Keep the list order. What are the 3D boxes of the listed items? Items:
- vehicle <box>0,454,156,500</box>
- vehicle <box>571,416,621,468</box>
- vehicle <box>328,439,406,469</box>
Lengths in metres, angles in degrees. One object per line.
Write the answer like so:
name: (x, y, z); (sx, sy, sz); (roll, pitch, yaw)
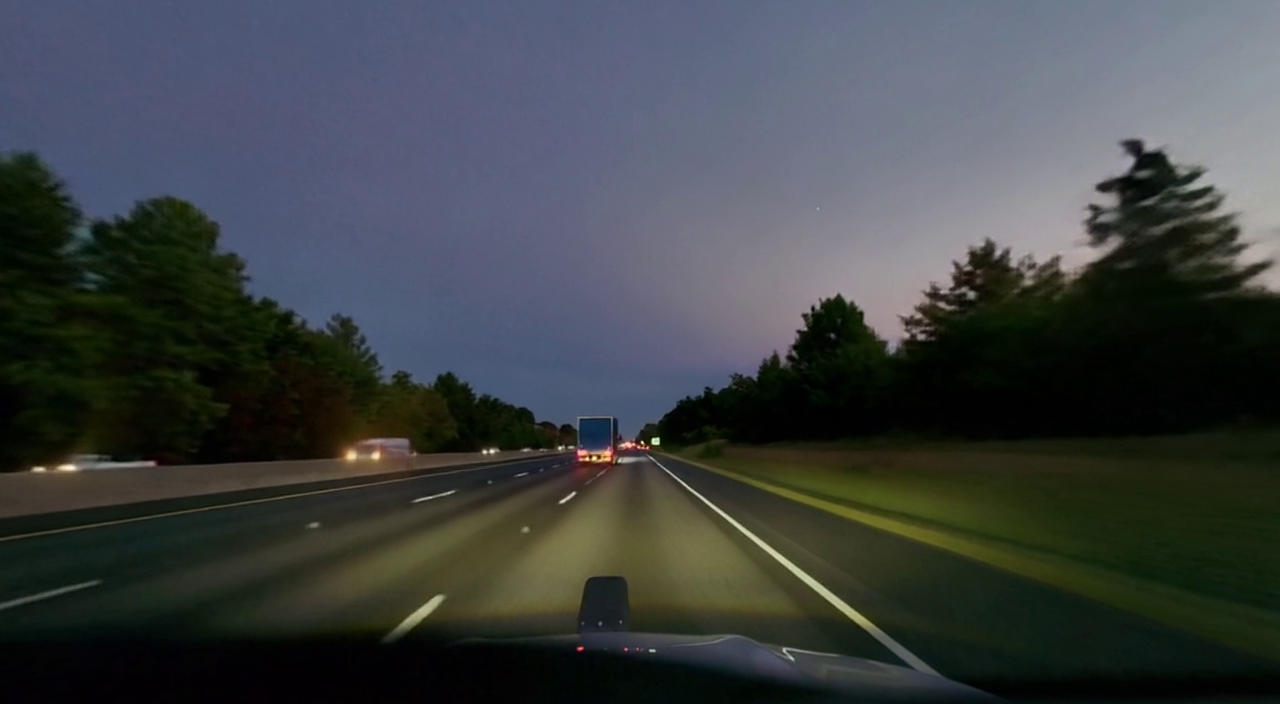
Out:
vehicle: (-21.341, 4.730, 24.297); (1.915, 1.525, 4.408); (0, -9, 0)
vehicle: (-2.963, 6.421, 45.052); (2.874, 3.309, 8.208); (0, -8, 0)
vehicle: (-17.481, 6.553, 40.811); (2.500, 1.763, 5.756); (0, -9, 0)
